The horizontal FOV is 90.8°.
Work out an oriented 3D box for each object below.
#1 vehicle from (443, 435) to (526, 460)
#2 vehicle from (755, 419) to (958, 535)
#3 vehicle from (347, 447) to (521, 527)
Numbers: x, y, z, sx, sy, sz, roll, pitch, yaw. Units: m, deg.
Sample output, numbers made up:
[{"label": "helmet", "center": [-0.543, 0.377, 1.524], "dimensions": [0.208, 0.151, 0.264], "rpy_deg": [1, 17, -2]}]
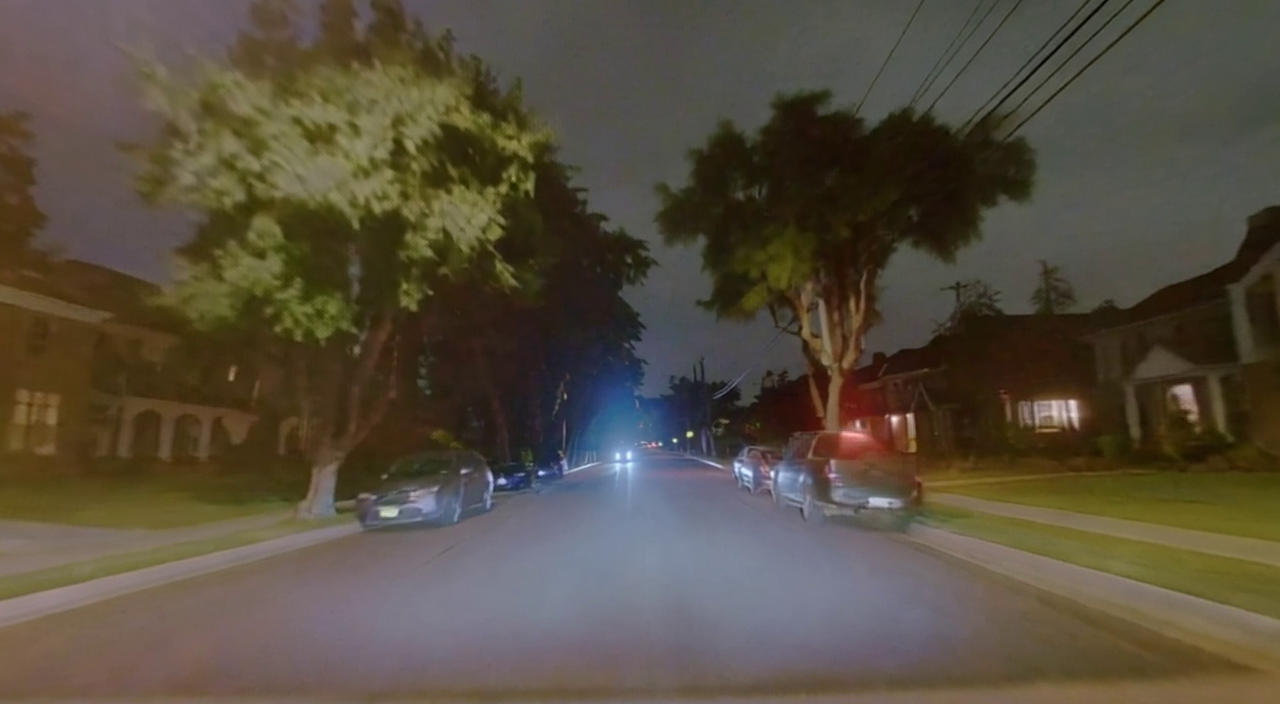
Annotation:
[{"label": "vehicle", "center": [-12.054, 7.457, 49.242], "dimensions": [5.863, 1.773, 2.451], "rpy_deg": [0, -10, -2]}, {"label": "vehicle", "center": [4.114, 2.502, 13.400], "dimensions": [2.350, 1.912, 5.696], "rpy_deg": [0, -9, 1]}, {"label": "vehicle", "center": [-4.232, 2.880, 13.933], "dimensions": [2.234, 1.377, 4.413], "rpy_deg": [-2, -10, 2]}]
